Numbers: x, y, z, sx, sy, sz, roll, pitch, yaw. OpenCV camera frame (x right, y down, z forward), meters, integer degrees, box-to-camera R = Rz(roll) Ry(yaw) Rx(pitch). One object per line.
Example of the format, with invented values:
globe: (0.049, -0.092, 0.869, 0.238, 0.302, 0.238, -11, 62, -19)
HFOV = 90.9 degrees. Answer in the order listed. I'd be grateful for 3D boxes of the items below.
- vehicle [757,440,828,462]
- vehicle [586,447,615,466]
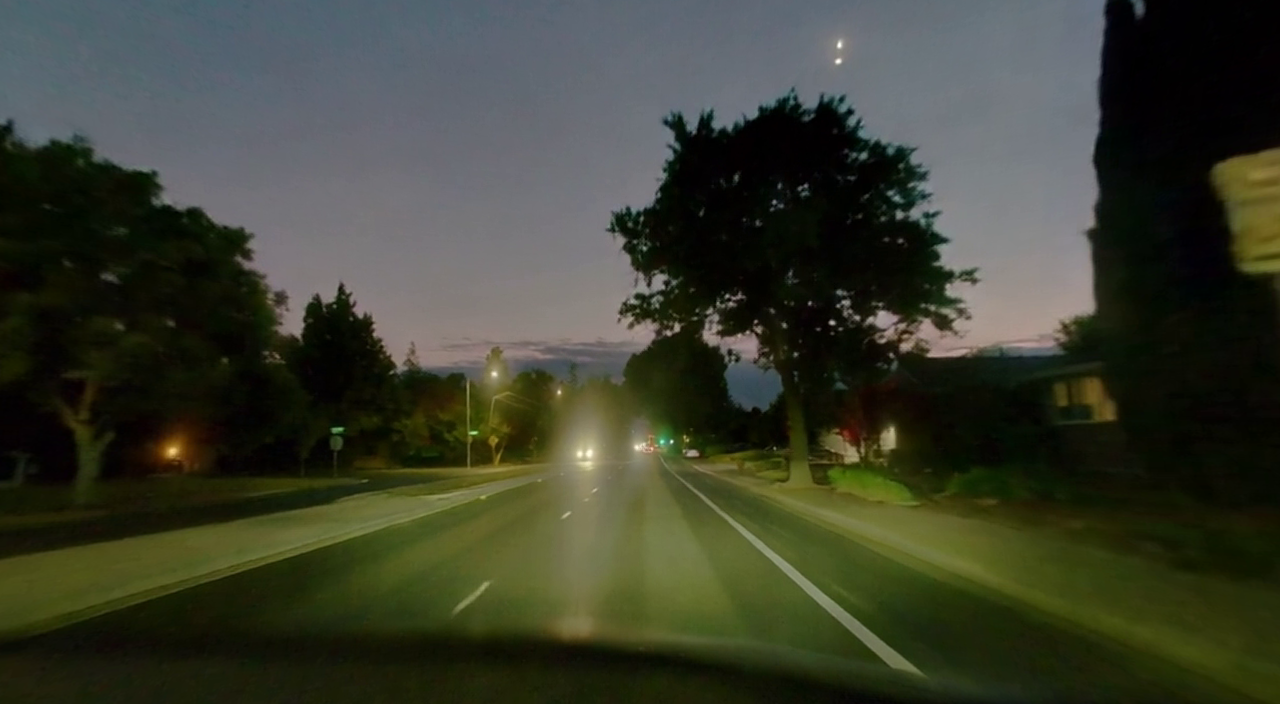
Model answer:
vehicle: (10.856, 7.052, 45.088, 4.606, 1.525, 1.932, 0, -8, 0)
vehicle: (-3.009, 8.123, 49.191, 1.973, 1.400, 3.915, 0, -8, 1)
